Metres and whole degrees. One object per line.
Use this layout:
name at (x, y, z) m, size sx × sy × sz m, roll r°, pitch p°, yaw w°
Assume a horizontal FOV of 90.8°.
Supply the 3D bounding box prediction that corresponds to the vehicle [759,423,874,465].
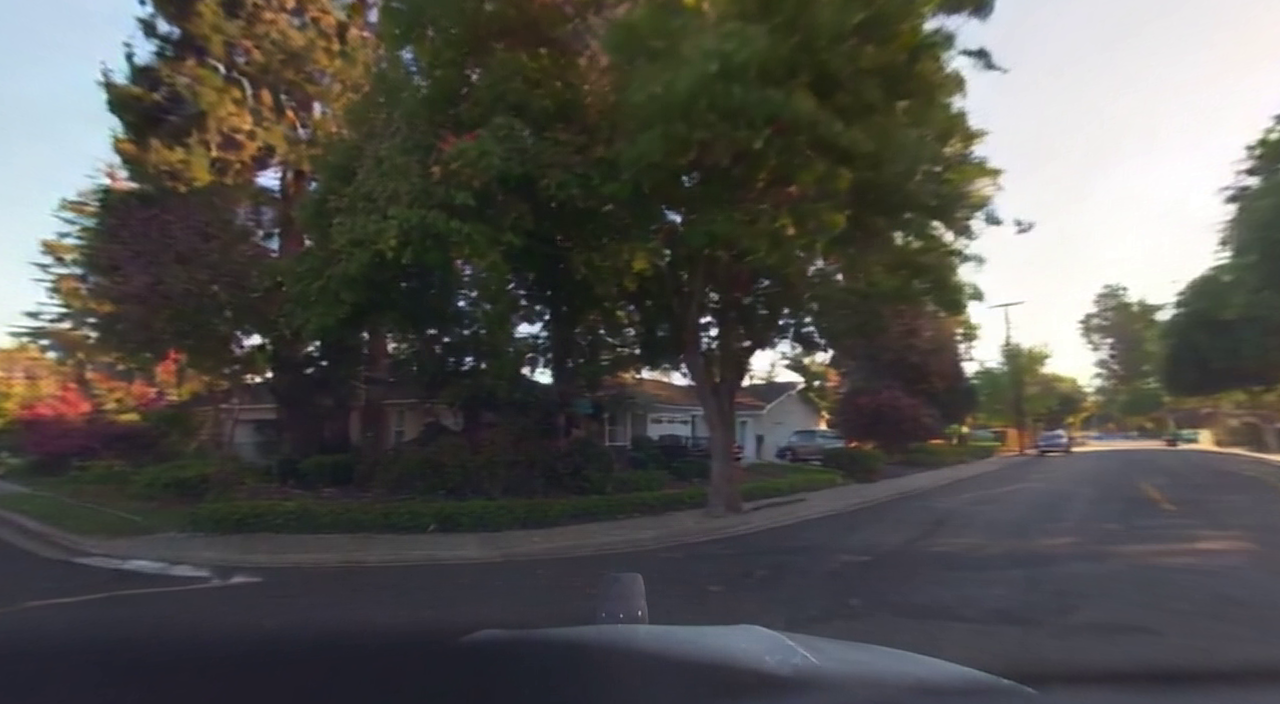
vehicle at (7.934, 4.183, 28.640) m, size 4.559 × 1.745 × 1.918 m, roll -6°, pitch -10°, yaw 36°

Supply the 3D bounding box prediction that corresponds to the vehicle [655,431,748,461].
vehicle at (3.147, 4.896, 32.866) m, size 4.531 × 1.470 × 1.855 m, roll -7°, pitch -11°, yaw 39°

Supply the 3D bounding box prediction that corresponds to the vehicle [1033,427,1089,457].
vehicle at (26.566, 5.668, 39.817) m, size 2.319 × 1.758 × 4.545 m, roll -7°, pitch -11°, yaw 39°
